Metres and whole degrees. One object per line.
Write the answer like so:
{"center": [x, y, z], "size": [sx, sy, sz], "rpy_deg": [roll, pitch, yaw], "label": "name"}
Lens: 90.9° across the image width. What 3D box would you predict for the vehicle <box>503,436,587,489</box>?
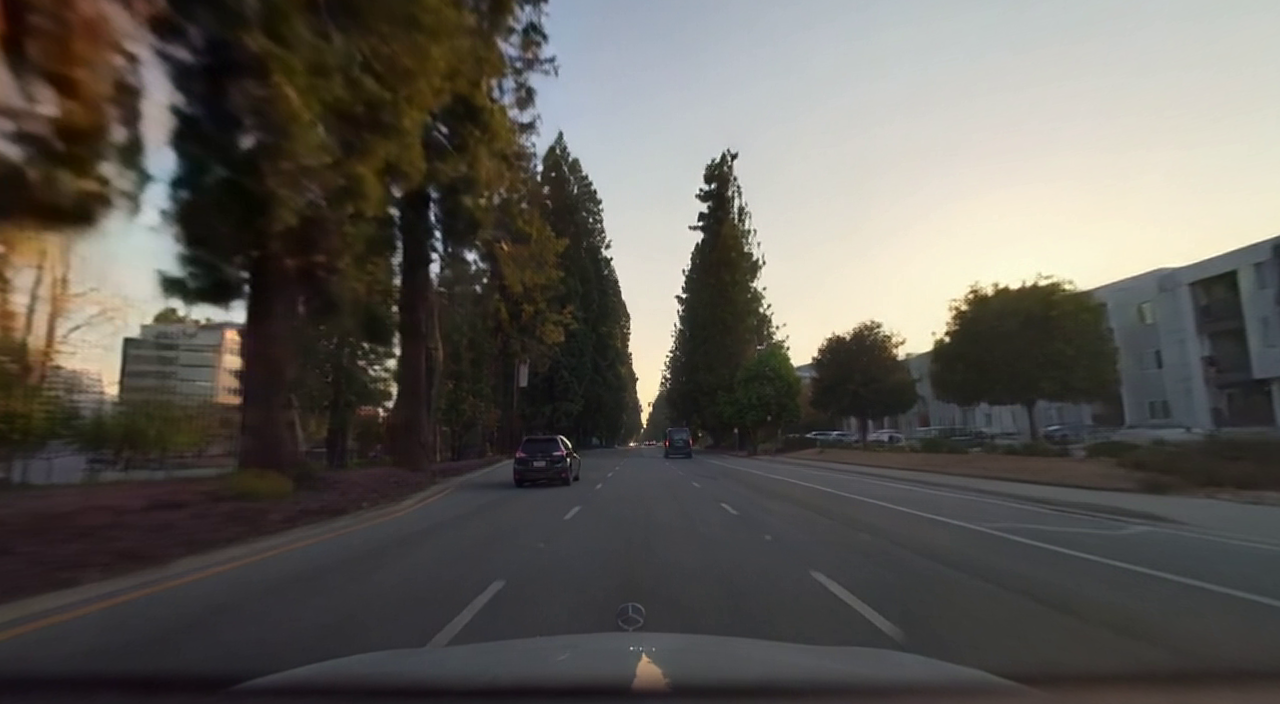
{"center": [-3.105, 3.746, 21.672], "size": [2.129, 1.602, 4.532], "rpy_deg": [0, -8, 1], "label": "vehicle"}
